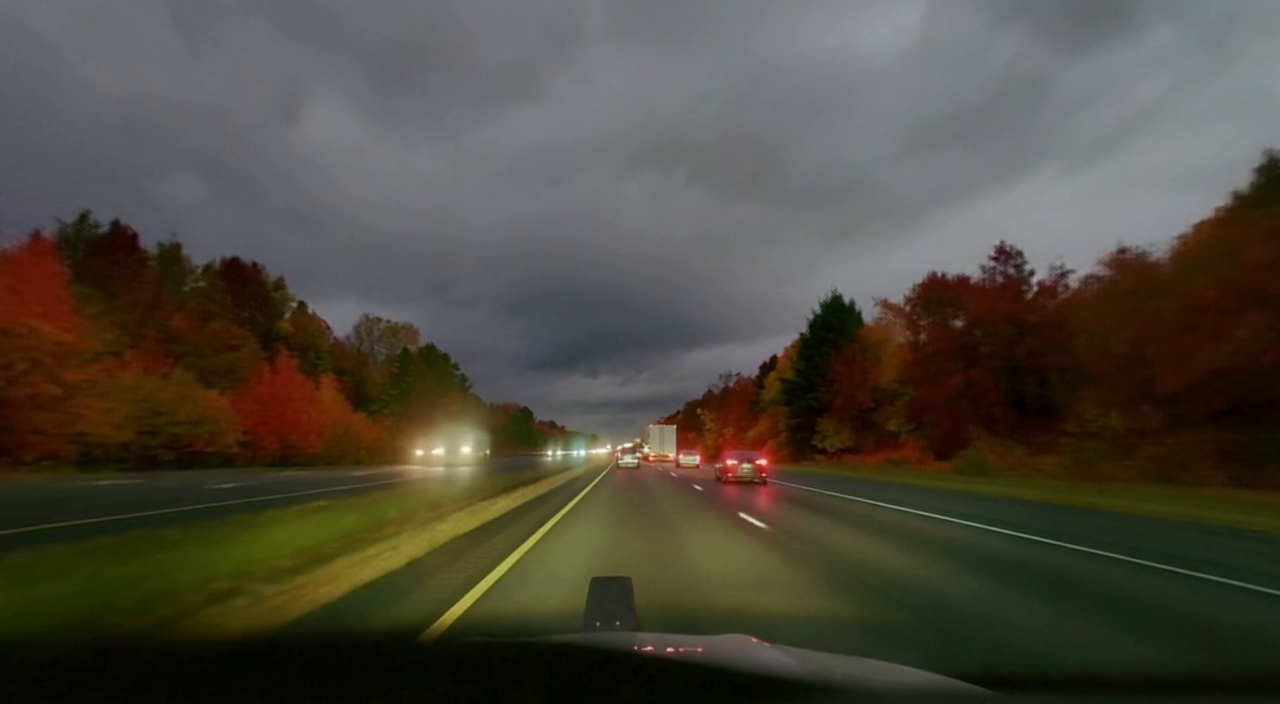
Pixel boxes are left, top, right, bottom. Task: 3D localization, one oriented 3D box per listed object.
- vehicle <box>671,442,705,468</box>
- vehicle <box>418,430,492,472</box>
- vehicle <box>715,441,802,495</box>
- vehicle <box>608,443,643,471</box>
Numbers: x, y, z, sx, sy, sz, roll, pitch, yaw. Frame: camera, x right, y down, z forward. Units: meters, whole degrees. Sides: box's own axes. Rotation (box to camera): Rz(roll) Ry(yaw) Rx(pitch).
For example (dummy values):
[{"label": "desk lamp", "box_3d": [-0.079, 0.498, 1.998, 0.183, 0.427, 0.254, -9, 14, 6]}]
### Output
[{"label": "vehicle", "box_3d": [3.386, 7.313, 44.712, 1.982, 1.745, 4.151, 0, -9, -2]}, {"label": "vehicle", "box_3d": [-9.254, 5.020, 31.910, 2.244, 1.935, 5.210, 0, -9, -1]}, {"label": "vehicle", "box_3d": [3.680, 3.677, 20.214, 1.968, 1.513, 3.911, 0, -9, -1]}, {"label": "vehicle", "box_3d": [-0.921, 6.799, 40.829, 2.151, 1.693, 4.201, 0, -9, -1]}]
